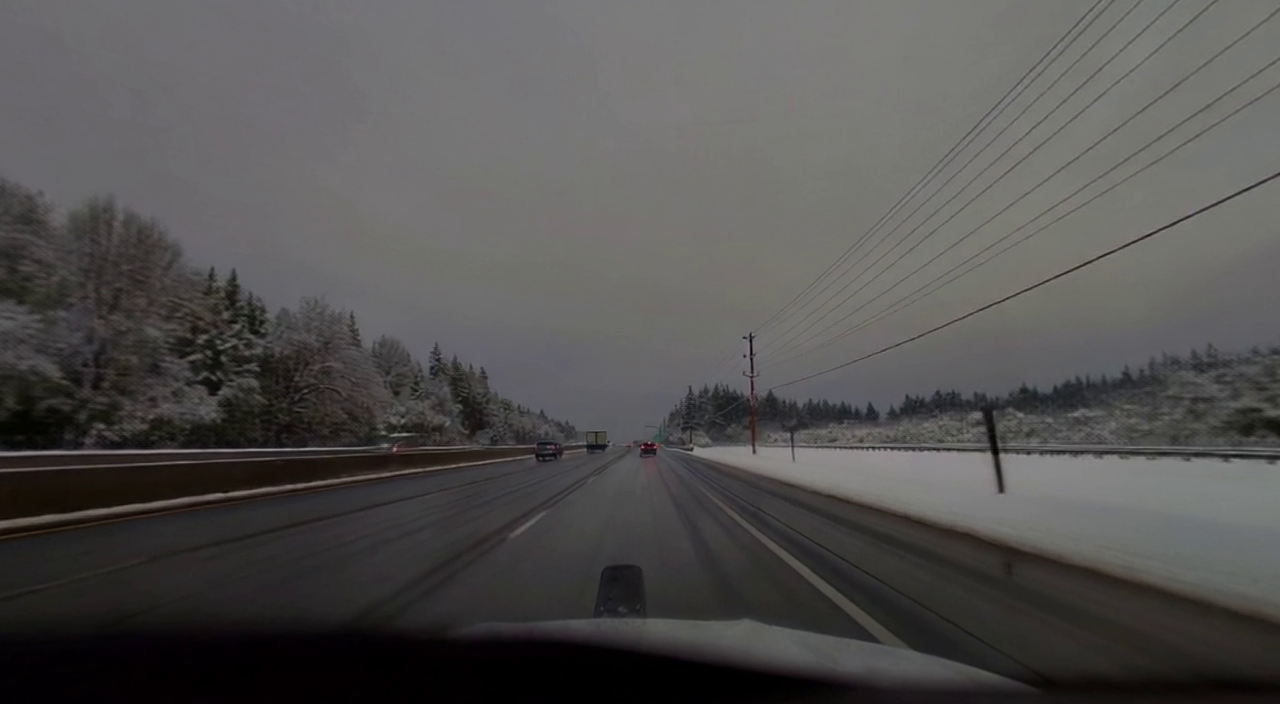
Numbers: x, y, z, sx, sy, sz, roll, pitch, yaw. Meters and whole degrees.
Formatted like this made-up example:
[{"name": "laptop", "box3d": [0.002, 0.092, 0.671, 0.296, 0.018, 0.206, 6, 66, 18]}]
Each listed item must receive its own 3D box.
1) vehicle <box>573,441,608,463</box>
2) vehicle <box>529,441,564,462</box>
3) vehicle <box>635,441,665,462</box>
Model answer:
[{"name": "vehicle", "box3d": [-3.367, 6.878, 43.282, 2.046, 1.478, 4.111, 0, -8, 1]}, {"name": "vehicle", "box3d": [-7.007, 7.501, 47.427, 1.936, 1.497, 4.251, 0, -8, 2]}, {"name": "vehicle", "box3d": [0.706, 7.261, 45.868, 2.057, 1.453, 3.926, 0, -8, 0]}]
